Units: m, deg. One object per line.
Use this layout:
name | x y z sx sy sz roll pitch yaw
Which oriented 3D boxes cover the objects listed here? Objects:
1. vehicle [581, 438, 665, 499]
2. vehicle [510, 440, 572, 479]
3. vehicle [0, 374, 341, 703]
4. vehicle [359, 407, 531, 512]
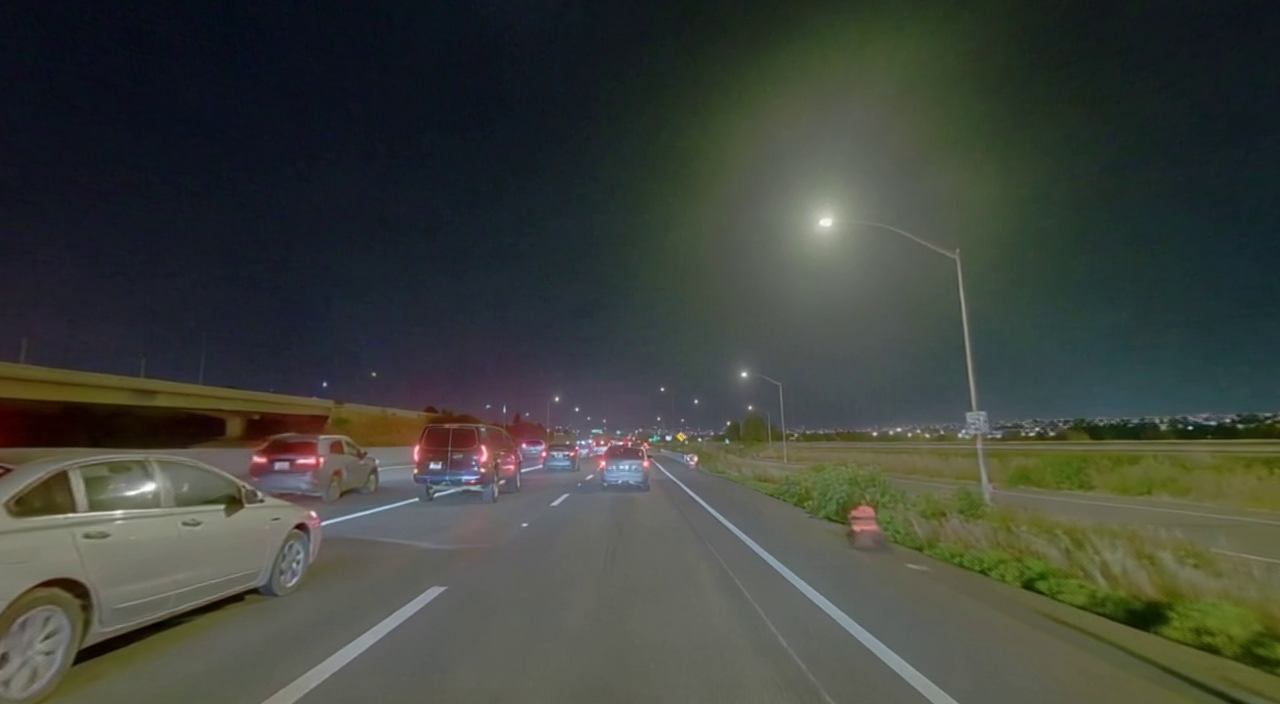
vehicle | -0.463 3.153 17.514 2.069 1.484 3.918 0 -9 -1
vehicle | -3.972 4.361 25.925 1.824 1.459 4.007 0 -9 1
vehicle | -3.898 1.042 3.734 2.041 1.604 4.384 0 -9 1
vehicle | -4.283 2.518 15.214 2.324 2.012 5.740 0 -9 0
